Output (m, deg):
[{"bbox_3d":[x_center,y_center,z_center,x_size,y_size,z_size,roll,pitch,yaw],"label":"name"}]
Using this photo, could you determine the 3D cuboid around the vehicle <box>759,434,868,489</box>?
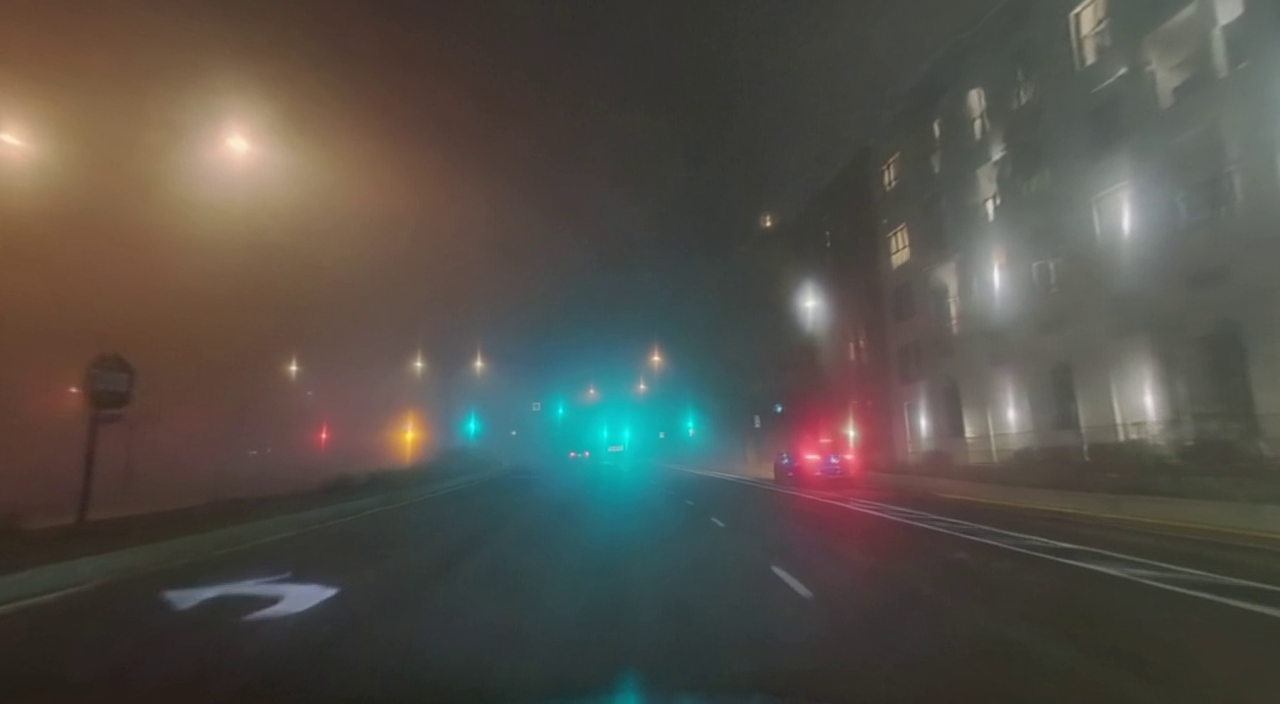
[{"bbox_3d":[5.690,3.666,21.451,2.042,1.635,4.858,1,-9,-4],"label":"vehicle"}]
